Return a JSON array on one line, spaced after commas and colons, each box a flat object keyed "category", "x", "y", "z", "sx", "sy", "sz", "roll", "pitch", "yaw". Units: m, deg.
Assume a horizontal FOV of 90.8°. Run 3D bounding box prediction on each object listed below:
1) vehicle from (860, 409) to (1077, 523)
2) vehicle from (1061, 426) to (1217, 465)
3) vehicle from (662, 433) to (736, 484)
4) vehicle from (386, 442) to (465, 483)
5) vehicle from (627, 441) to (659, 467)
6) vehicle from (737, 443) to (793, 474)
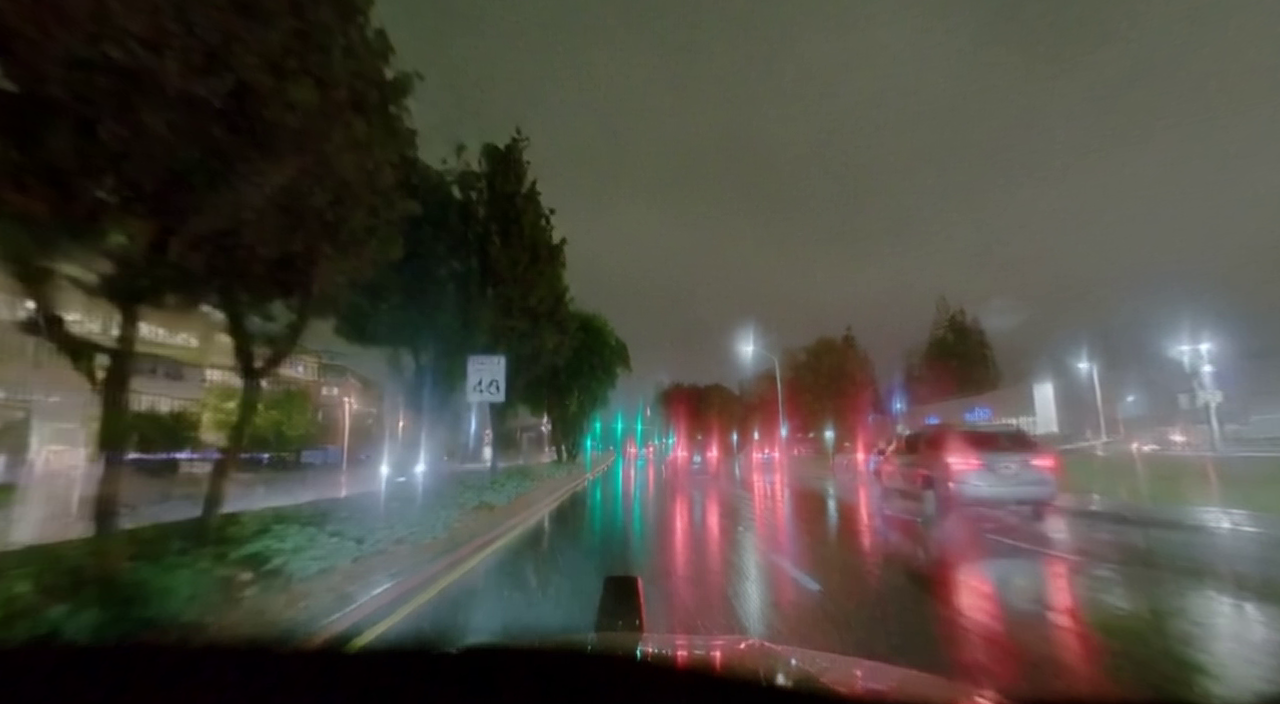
[{"category": "vehicle", "x": 6.880, "y": 2.461, "z": 13.941, "sx": 2.382, "sy": 2.108, "sz": 4.182, "roll": 0, "pitch": -9, "yaw": -2}, {"category": "vehicle", "x": 20.733, "y": 3.918, "z": 26.424, "sx": 4.608, "sy": 1.533, "sz": 2.193, "roll": 0, "pitch": -9, "yaw": 0}, {"category": "vehicle", "x": 2.164, "y": 4.114, "z": 24.708, "sx": 2.227, "sy": 1.794, "sz": 4.457, "roll": 0, "pitch": -9, "yaw": -3}, {"category": "vehicle", "x": -9.680, "y": 5.009, "z": 28.959, "sx": 1.999, "sy": 1.711, "sz": 4.541, "roll": 0, "pitch": -9, "yaw": 1}, {"category": "vehicle", "x": 0.199, "y": 7.000, "z": 43.575, "sx": 2.132, "sy": 1.693, "sz": 3.819, "roll": 0, "pitch": -9, "yaw": 0}, {"category": "vehicle", "x": 6.786, "y": 5.813, "z": 34.713, "sx": 2.029, "sy": 1.548, "sz": 4.422, "roll": 0, "pitch": -9, "yaw": -2}]
